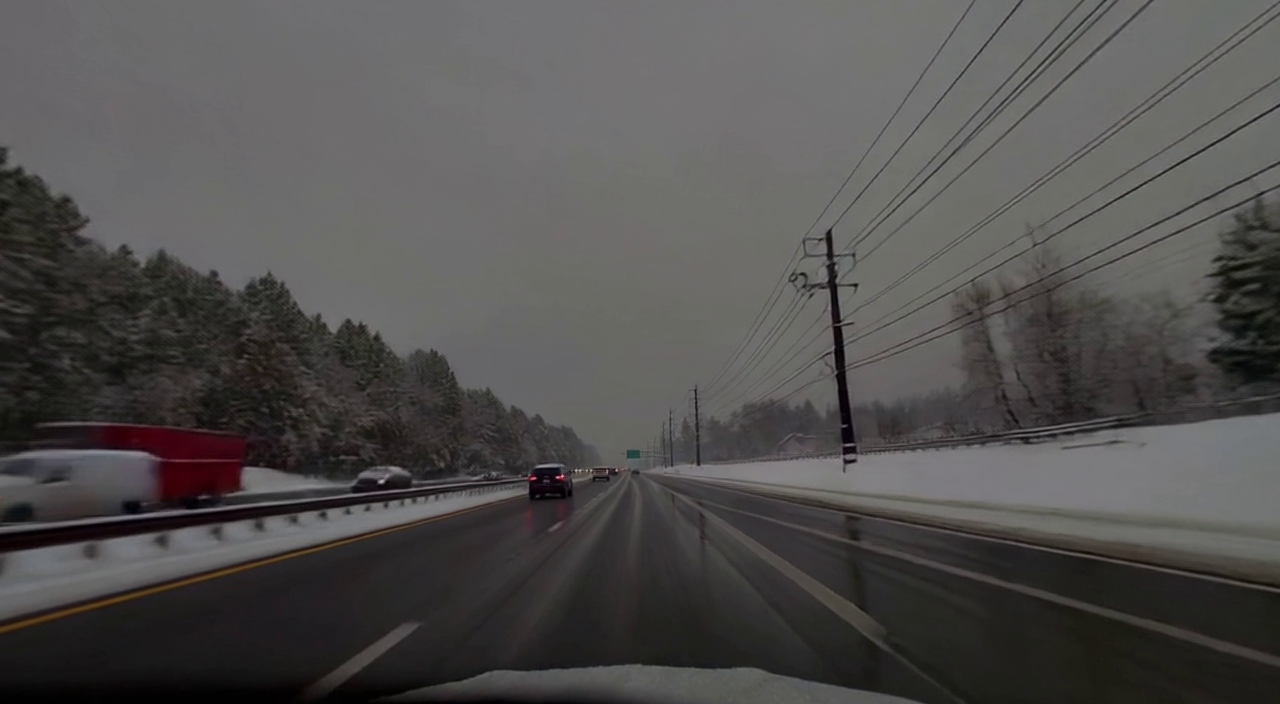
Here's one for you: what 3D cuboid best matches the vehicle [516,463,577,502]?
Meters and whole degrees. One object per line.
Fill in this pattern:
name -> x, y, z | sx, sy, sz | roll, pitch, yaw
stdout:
vehicle -> -3.933, 5.591, 27.237 | 1.963, 1.501, 4.227 | 1, -11, 0

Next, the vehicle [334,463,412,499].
vehicle -> -12.178, 5.911, 28.971 | 1.881, 1.497, 3.811 | 1, -11, 0

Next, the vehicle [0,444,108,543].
vehicle -> -12.717, 2.528, 11.263 | 1.995, 1.788, 4.925 | 1, -11, 0

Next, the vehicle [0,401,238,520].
vehicle -> -17.512, 3.664, 21.159 | 2.548, 3.168, 8.075 | 1, -11, 0
